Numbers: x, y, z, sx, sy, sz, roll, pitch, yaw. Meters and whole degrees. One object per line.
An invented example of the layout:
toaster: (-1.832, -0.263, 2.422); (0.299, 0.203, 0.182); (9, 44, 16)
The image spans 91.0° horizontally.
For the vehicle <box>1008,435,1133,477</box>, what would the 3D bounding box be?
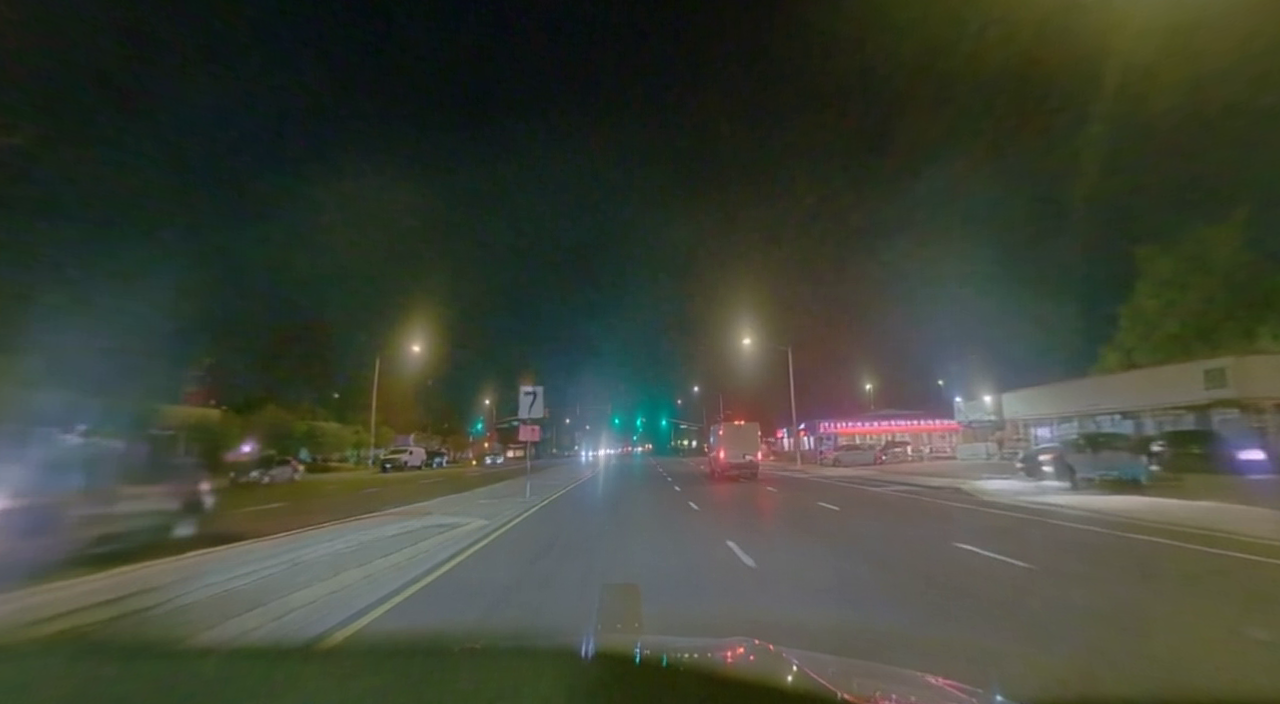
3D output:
vehicle: (17.648, 4.240, 26.129); (1.957, 1.501, 4.308); (-2, -7, -3)

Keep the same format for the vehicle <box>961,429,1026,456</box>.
vehicle: (23.974, 6.177, 42.871); (1.888, 1.678, 4.074); (1, -9, -3)

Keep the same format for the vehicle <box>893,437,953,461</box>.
vehicle: (19.017, 6.572, 42.589); (1.882, 1.537, 4.418); (0, -9, -2)

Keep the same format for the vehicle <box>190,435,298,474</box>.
vehicle: (-27.017, 7.000, 43.090); (5.877, 2.508, 2.394); (-1, -9, 6)

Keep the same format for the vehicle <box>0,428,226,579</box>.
vehicle: (-8.078, 1.904, 8.470); (2.013, 1.646, 4.325); (0, -9, 0)

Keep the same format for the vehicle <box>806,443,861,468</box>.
vehicle: (12.794, 6.874, 42.010); (2.079, 1.541, 4.801); (0, -9, -1)

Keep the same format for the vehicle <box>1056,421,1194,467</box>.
vehicle: (20.244, 3.907, 26.581); (2.012, 1.709, 4.574); (-2, -9, -2)

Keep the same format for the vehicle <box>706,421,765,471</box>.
vehicle: (6.564, 6.663, 44.611); (2.802, 3.208, 7.459); (0, -9, -1)

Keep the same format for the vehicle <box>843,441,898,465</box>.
vehicle: (15.629, 6.899, 42.912); (1.899, 1.517, 4.378); (1, -9, -3)
